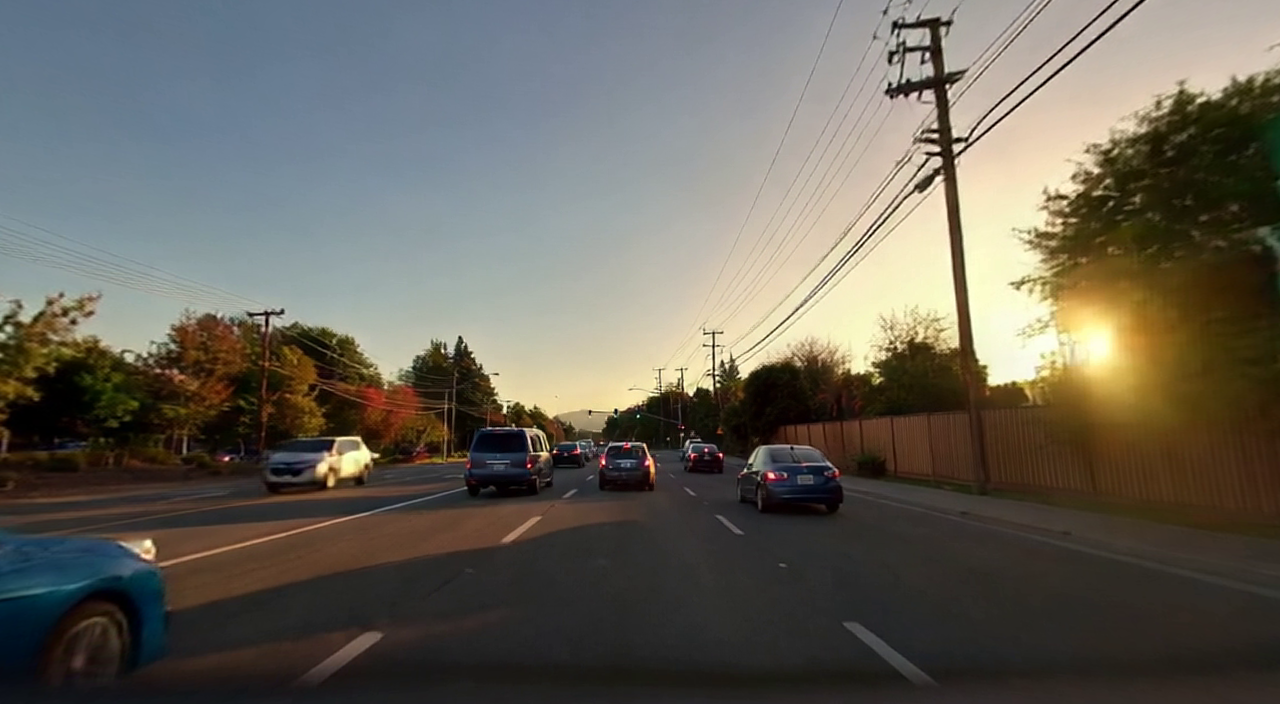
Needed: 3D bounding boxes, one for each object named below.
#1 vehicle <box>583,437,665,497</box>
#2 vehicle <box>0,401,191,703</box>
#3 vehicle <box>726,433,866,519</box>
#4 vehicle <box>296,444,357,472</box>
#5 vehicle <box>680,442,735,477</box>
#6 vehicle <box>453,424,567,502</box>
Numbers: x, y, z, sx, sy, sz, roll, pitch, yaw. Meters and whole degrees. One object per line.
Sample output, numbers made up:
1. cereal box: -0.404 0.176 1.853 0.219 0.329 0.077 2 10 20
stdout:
1. vehicle: -0.410 3.219 18.033 2.097 1.511 3.809 0 -9 0
2. vehicle: -3.332 0.721 1.011 2.004 1.454 4.349 0 -9 0
3. vehicle: 3.074 2.519 13.320 1.880 1.521 3.724 0 -9 -2
4. vehicle: -23.149 7.820 46.831 2.094 1.899 4.789 0 -9 -1
5. vehicle: 3.026 4.913 29.179 1.878 1.479 4.461 0 -9 -2
6. vehicle: -3.377 3.001 17.500 2.092 1.839 4.736 0 -9 0
